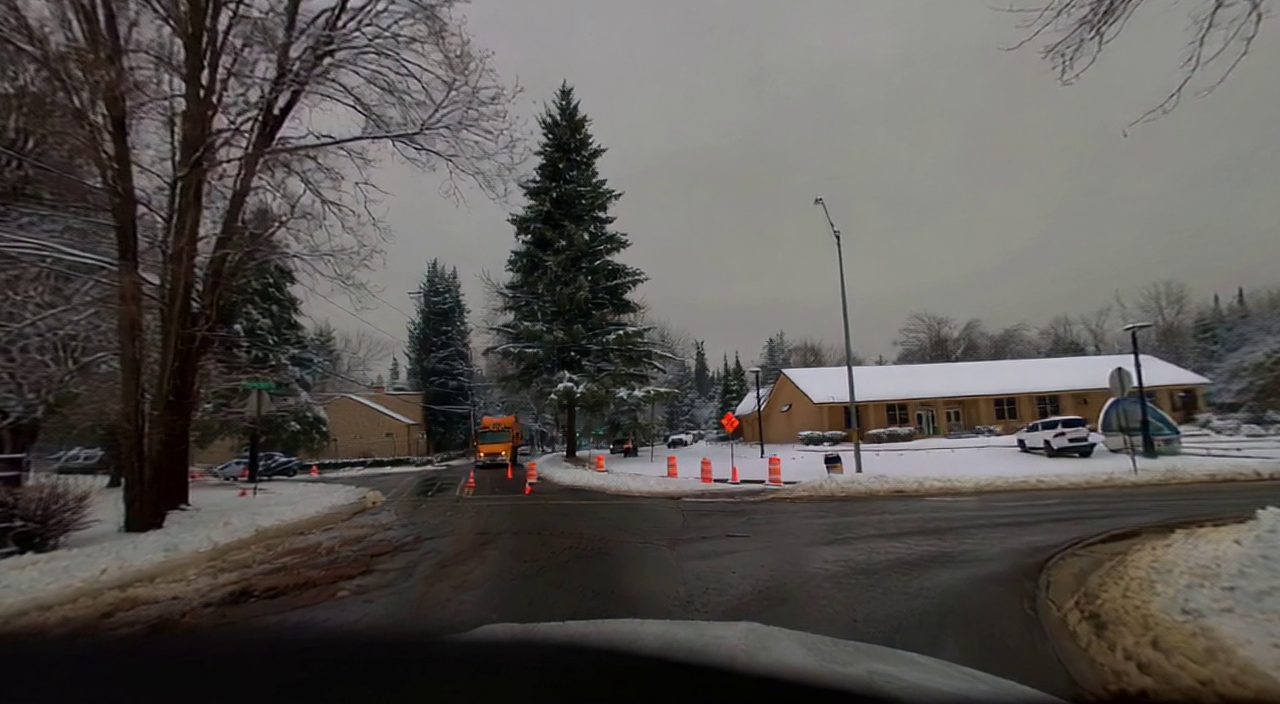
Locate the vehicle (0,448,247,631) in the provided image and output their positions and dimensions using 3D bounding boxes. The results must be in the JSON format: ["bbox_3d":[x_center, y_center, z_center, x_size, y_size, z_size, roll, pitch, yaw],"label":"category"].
[{"bbox_3d":[-7.610,1.849,6.378,2.961,1.701,7.563,1,-8,-5],"label":"vehicle"}]
